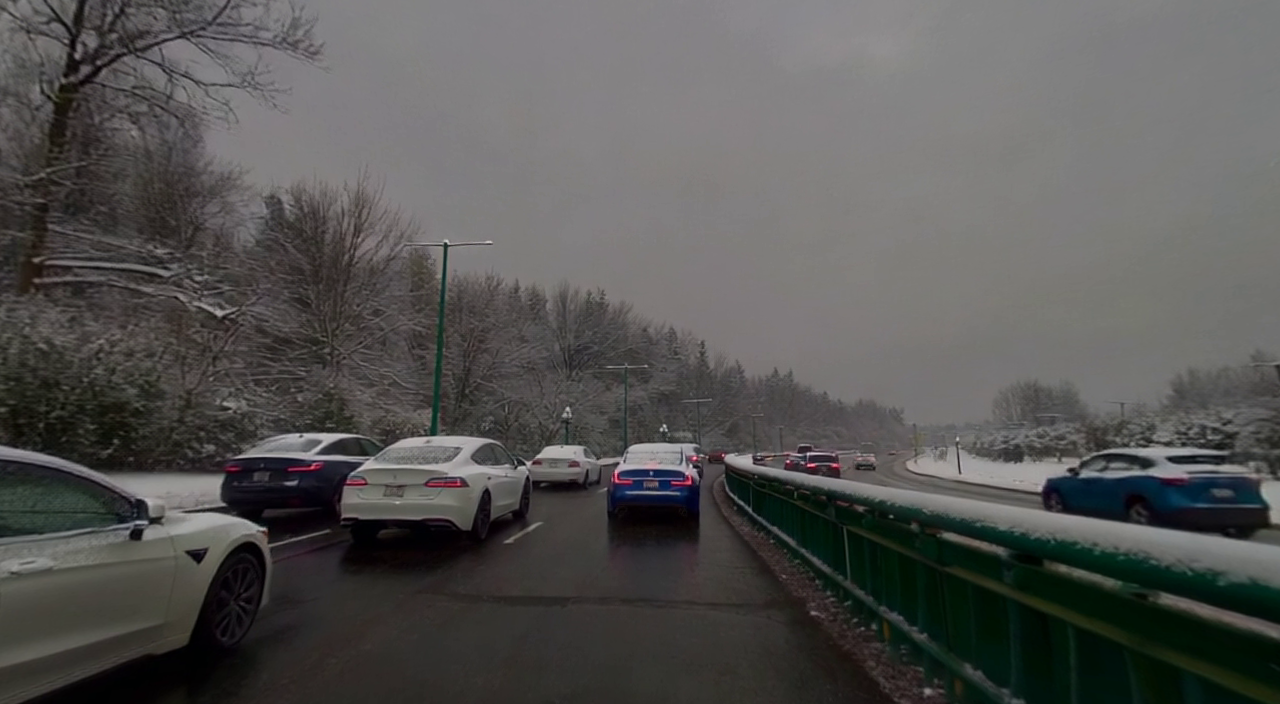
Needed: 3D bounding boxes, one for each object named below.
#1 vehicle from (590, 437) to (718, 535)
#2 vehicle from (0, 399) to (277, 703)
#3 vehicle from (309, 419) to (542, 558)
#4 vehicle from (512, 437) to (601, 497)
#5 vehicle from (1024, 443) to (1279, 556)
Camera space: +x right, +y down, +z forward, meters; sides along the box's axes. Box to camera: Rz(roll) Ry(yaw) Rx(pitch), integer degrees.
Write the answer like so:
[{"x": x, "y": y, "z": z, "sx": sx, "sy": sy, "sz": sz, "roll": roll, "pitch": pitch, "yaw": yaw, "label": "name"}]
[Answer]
[{"x": 0.312, "y": 2.439, "z": 12.146, "sx": 2.015, "sy": 1.506, "sz": 4.276, "roll": 0, "pitch": -9, "yaw": 2, "label": "vehicle"}, {"x": -3.488, "y": 0.881, "z": 2.103, "sx": 1.921, "sy": 1.503, "sz": 4.317, "roll": 0, "pitch": -9, "yaw": 1, "label": "vehicle"}, {"x": -2.988, "y": 2.010, "z": 10.024, "sx": 1.979, "sy": 1.663, "sz": 4.513, "roll": 0, "pitch": -9, "yaw": 2, "label": "vehicle"}, {"x": -2.432, "y": 3.495, "z": 19.521, "sx": 1.930, "sy": 1.635, "sz": 4.260, "roll": 0, "pitch": -9, "yaw": 3, "label": "vehicle"}, {"x": 10.175, "y": 2.737, "z": 12.551, "sx": 2.121, "sy": 1.777, "sz": 4.755, "roll": 0, "pitch": -9, "yaw": 2, "label": "vehicle"}]
